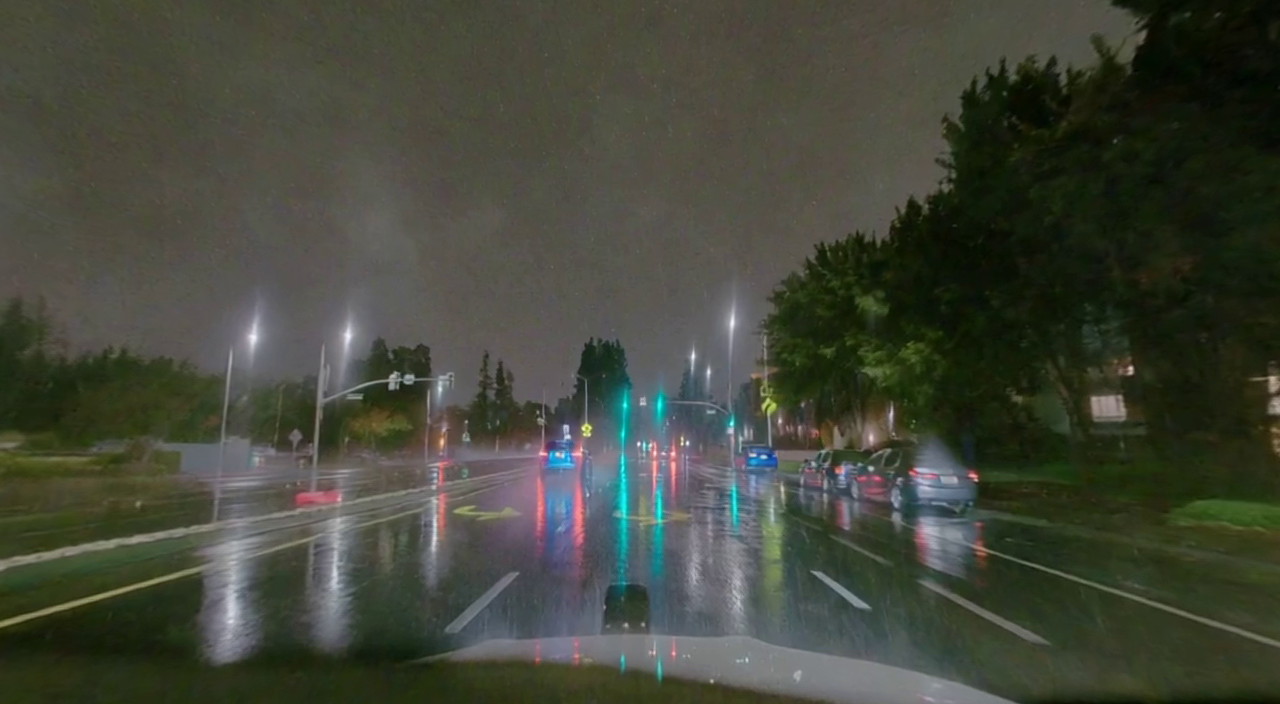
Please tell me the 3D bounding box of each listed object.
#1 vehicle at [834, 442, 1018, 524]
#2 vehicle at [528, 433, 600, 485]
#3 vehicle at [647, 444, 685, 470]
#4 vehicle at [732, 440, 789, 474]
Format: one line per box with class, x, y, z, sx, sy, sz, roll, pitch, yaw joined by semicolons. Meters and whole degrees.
vehicle;6.071;2.802;14.235;1.871;1.485;5.074;0;-9;1
vehicle;-2.853;4.131;24.647;2.150;1.812;4.423;0;-8;2
vehicle;1.513;6.289;37.956;2.075;1.480;3.920;0;-8;0
vehicle;6.488;5.705;34.504;2.038;1.687;4.985;0;-8;-2
